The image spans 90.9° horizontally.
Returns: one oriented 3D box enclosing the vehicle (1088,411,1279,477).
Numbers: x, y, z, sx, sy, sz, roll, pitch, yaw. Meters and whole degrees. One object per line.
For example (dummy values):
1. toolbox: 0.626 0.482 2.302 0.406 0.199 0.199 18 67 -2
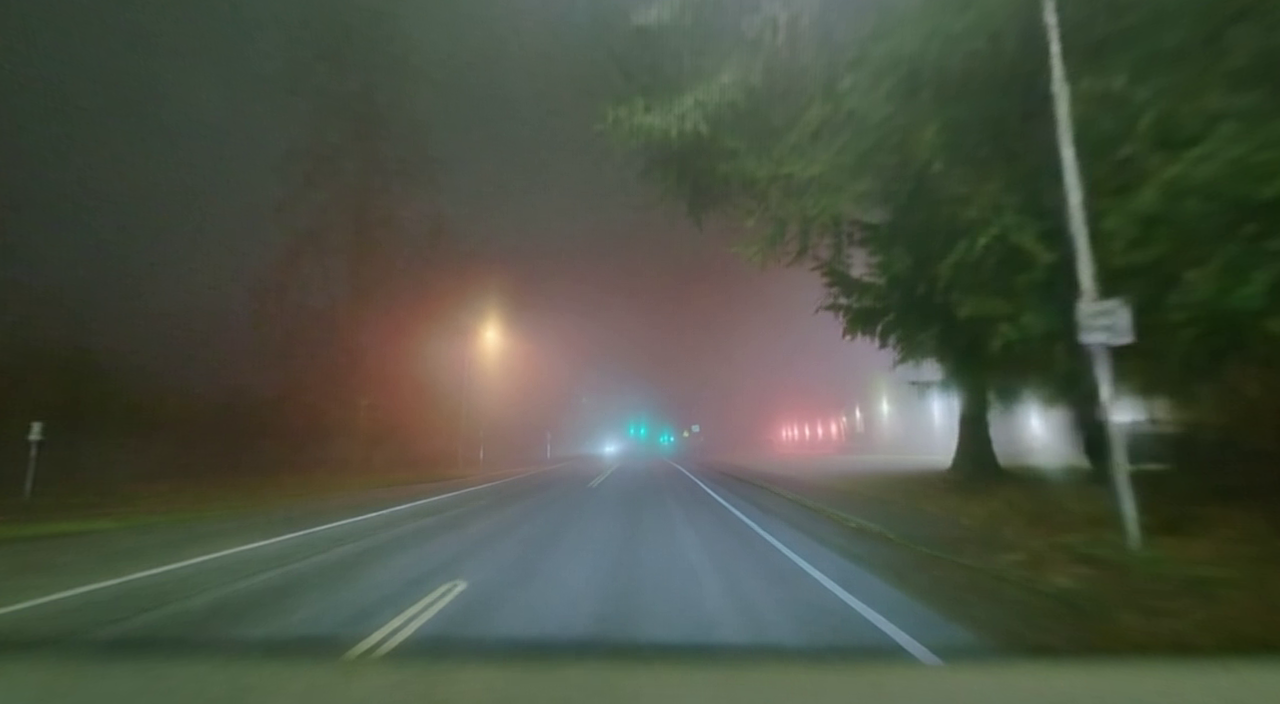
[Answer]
1. vehicle: 18.177 3.022 20.738 4.978 1.991 2.234 -1 -8 3
